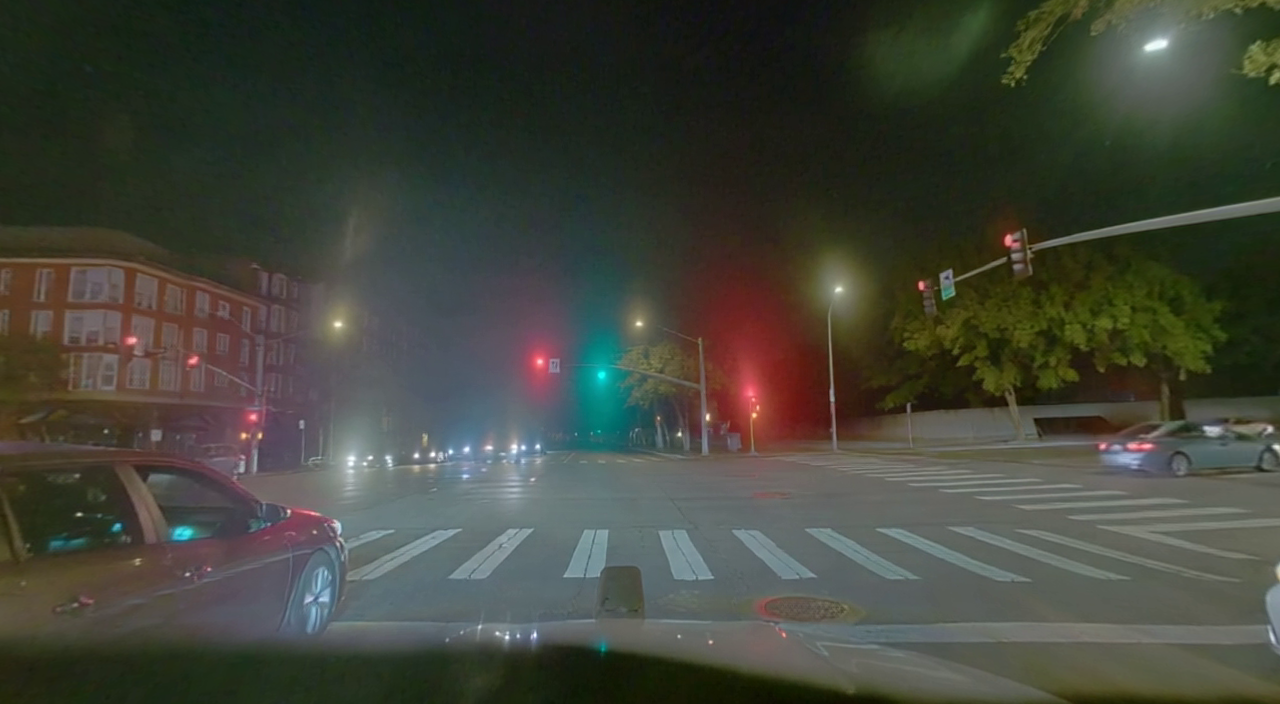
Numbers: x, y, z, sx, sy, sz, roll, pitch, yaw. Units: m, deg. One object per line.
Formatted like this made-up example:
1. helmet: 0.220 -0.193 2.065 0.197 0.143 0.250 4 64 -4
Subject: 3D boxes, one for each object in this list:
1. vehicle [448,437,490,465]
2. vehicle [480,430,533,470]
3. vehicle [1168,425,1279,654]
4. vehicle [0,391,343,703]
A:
1. vehicle: -12.805 7.418 47.528 2.051 1.715 4.346 -3 -6 -1
2. vehicle: -6.904 4.974 32.315 2.109 1.871 4.778 2 -9 -17
3. vehicle: 4.942 0.984 2.570 1.949 1.449 4.530 -1 -8 5
4. vehicle: -3.073 0.892 2.159 1.919 1.478 4.720 0 -8 -1
